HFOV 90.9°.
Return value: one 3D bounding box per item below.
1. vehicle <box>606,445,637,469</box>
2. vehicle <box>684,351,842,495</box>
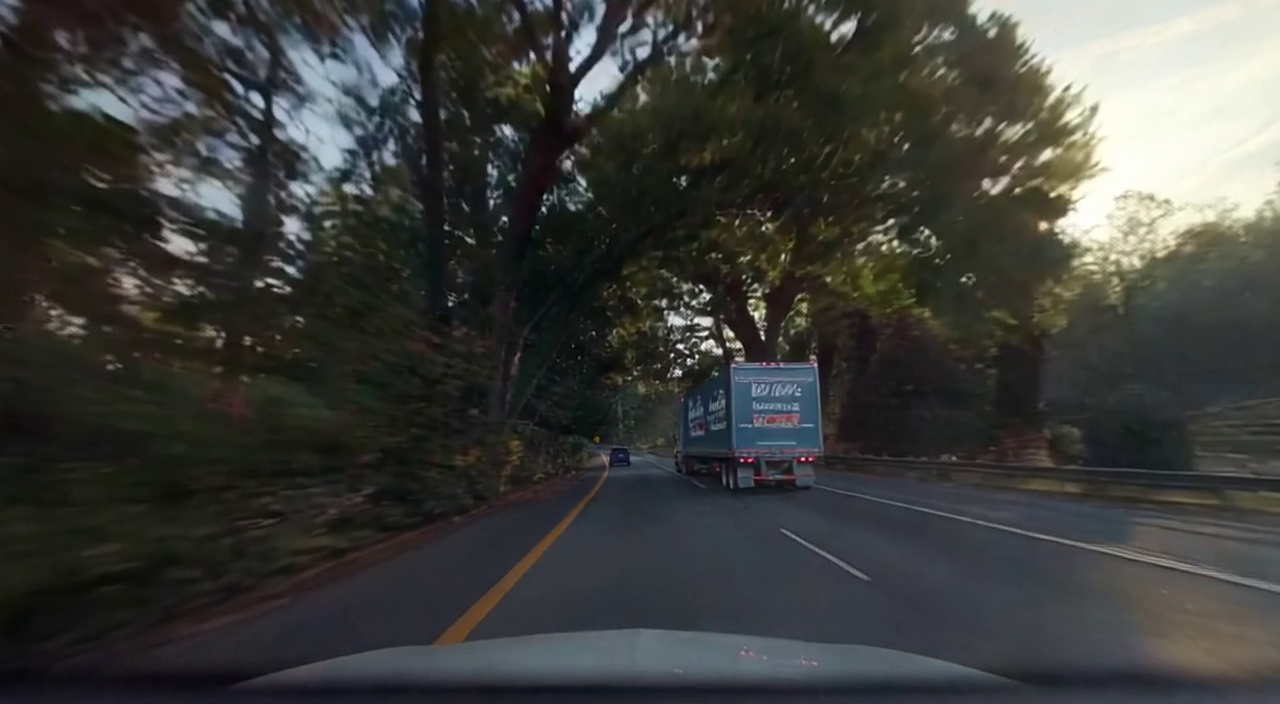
[{"bbox_3d":[-1.183,6.856,41.219,1.913,1.460,3.610,0,-9,-1],"label":"vehicle"},{"bbox_3d":[3.899,3.021,24.632,2.951,4.012,14.203,0,-9,-2],"label":"vehicle"}]
